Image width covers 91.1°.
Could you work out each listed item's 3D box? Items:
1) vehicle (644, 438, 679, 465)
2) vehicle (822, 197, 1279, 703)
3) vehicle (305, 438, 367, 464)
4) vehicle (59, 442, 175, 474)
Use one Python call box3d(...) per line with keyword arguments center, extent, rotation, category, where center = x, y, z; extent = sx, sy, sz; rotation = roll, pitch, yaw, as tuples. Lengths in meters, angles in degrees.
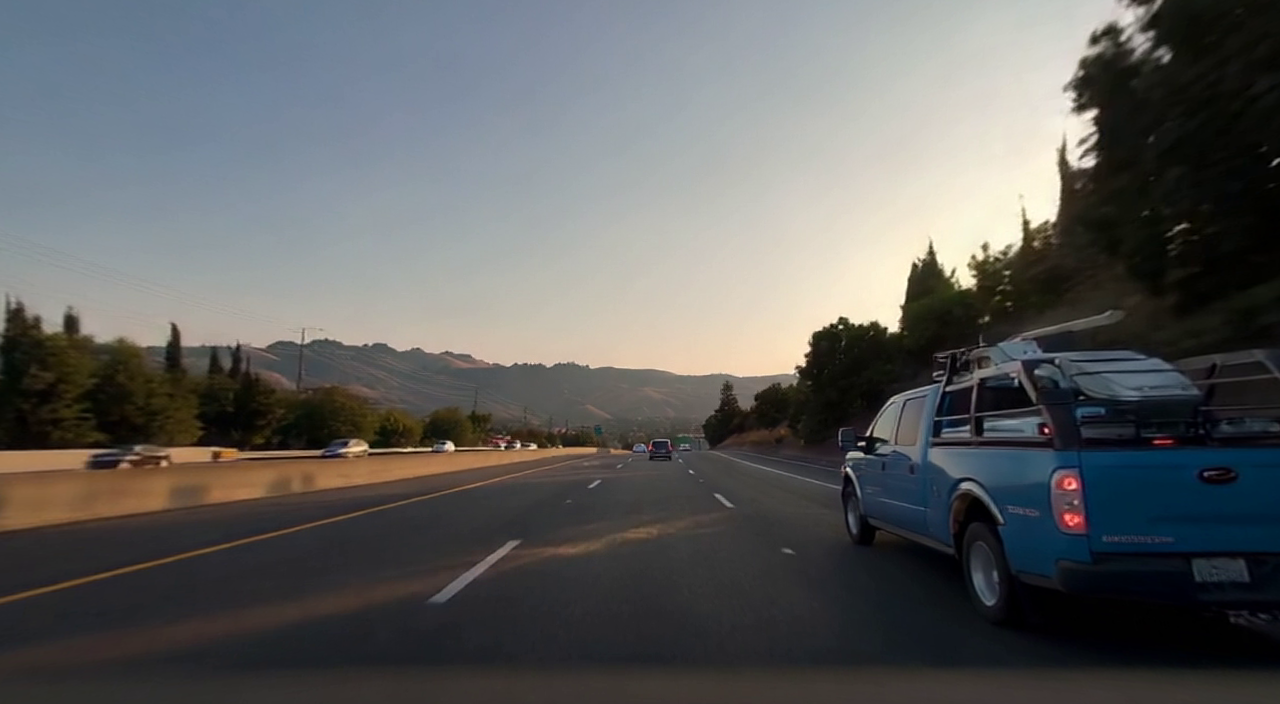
box3d(center=(1.245, 6.088, 38.570), extent=(2.034, 1.549, 4.147), rotation=(0, -9, 0), category="vehicle")
box3d(center=(3.773, 0.968, 5.358), extent=(2.538, 2.228, 6.370), rotation=(0, -9, 0), category="vehicle")
box3d(center=(-21.528, 7.032, 44.669), extent=(1.929, 1.674, 4.486), rotation=(0, -9, 3), category="vehicle")
box3d(center=(-25.803, 5.234, 31.208), extent=(1.834, 1.460, 4.512), rotation=(0, -9, 1), category="vehicle")
